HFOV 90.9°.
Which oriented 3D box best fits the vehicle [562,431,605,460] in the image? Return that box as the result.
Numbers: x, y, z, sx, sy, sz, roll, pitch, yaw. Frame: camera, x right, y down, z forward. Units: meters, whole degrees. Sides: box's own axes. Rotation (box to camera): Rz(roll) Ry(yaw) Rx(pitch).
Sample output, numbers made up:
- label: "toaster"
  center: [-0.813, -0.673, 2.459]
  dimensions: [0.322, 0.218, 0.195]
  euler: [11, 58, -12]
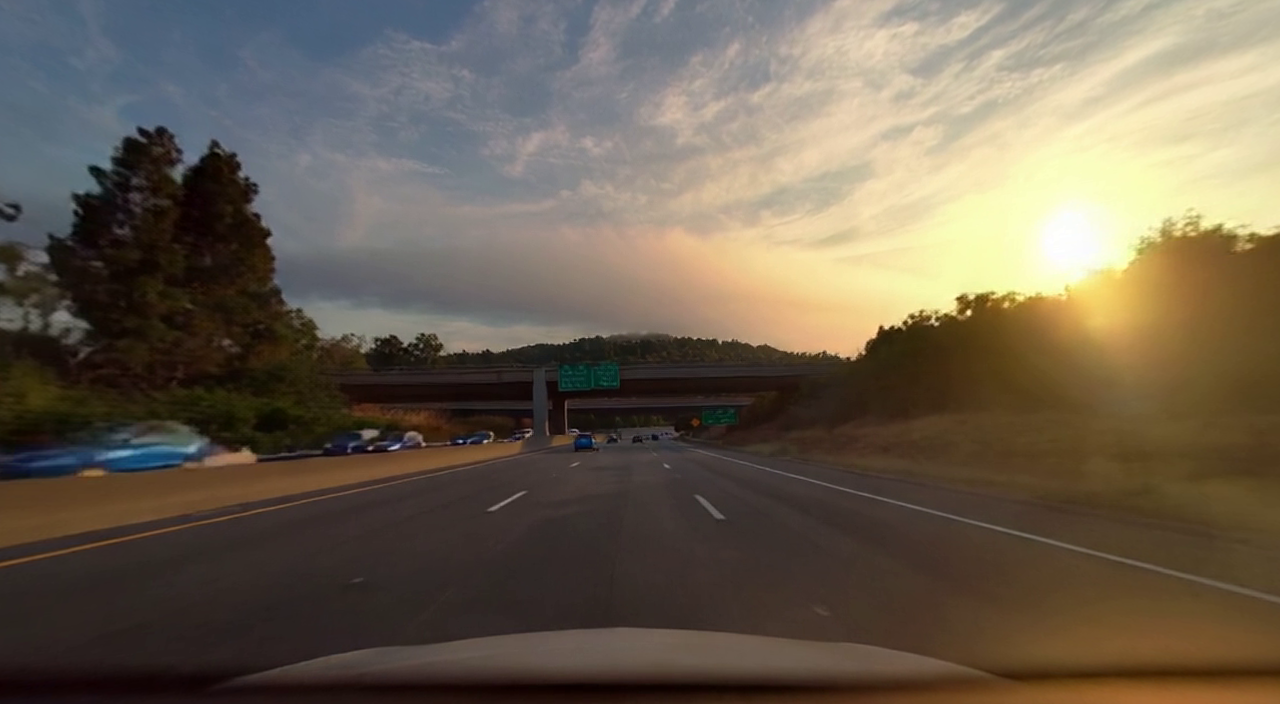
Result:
- label: "vehicle"
  center: [-3.323, 5.582, 37.838]
  dimensions: [2.086, 1.624, 4.607]
  euler: [0, -8, 1]

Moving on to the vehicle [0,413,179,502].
- label: "vehicle"
  center: [-13.114, 2.285, 14.042]
  dimensions: [1.945, 1.658, 4.898]
  euler: [0, -8, 0]

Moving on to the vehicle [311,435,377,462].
- label: "vehicle"
  center: [-17.542, 5.728, 37.549]
  dimensions: [1.839, 1.484, 4.240]
  euler: [0, -8, 0]

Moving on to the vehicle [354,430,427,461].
- label: "vehicle"
  center: [-13.624, 5.115, 34.761]
  dimensions: [2.078, 1.600, 4.755]
  euler: [0, -8, 0]
